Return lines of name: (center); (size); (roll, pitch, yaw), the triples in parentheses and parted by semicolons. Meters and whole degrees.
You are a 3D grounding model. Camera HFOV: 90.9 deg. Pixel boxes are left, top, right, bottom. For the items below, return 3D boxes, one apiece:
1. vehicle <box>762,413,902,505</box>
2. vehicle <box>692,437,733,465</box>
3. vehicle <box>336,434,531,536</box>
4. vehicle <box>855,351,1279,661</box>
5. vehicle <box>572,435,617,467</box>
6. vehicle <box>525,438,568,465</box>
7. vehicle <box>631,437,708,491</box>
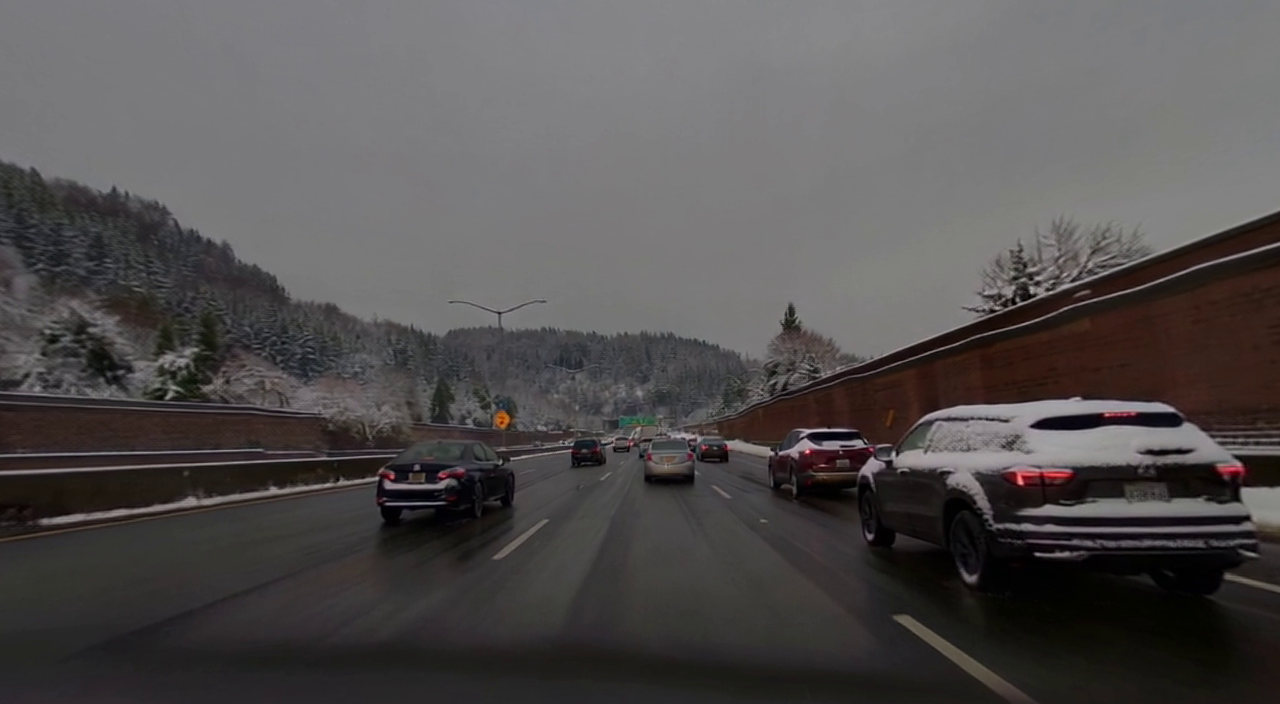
vehicle: (4.383, 2.532, 15.298); (1.970, 1.872, 4.575); (0, -8, 0)
vehicle: (4.079, 5.658, 36.141); (1.855, 1.513, 3.915); (0, -8, -1)
vehicle: (-3.403, 2.260, 11.439); (1.961, 1.456, 4.362); (0, -8, 2)
vehicle: (3.767, 1.211, 5.973); (1.930, 1.831, 4.344); (0, -8, 0)
vehicle: (-2.628, 5.869, 37.540); (2.154, 1.793, 4.736); (0, -8, 2)
vehicle: (-6.470, 6.919, 44.162); (2.055, 1.751, 4.825); (0, -8, 2)
vehicle: (0.782, 3.369, 19.388); (2.105, 1.471, 3.978); (0, -8, -1)
